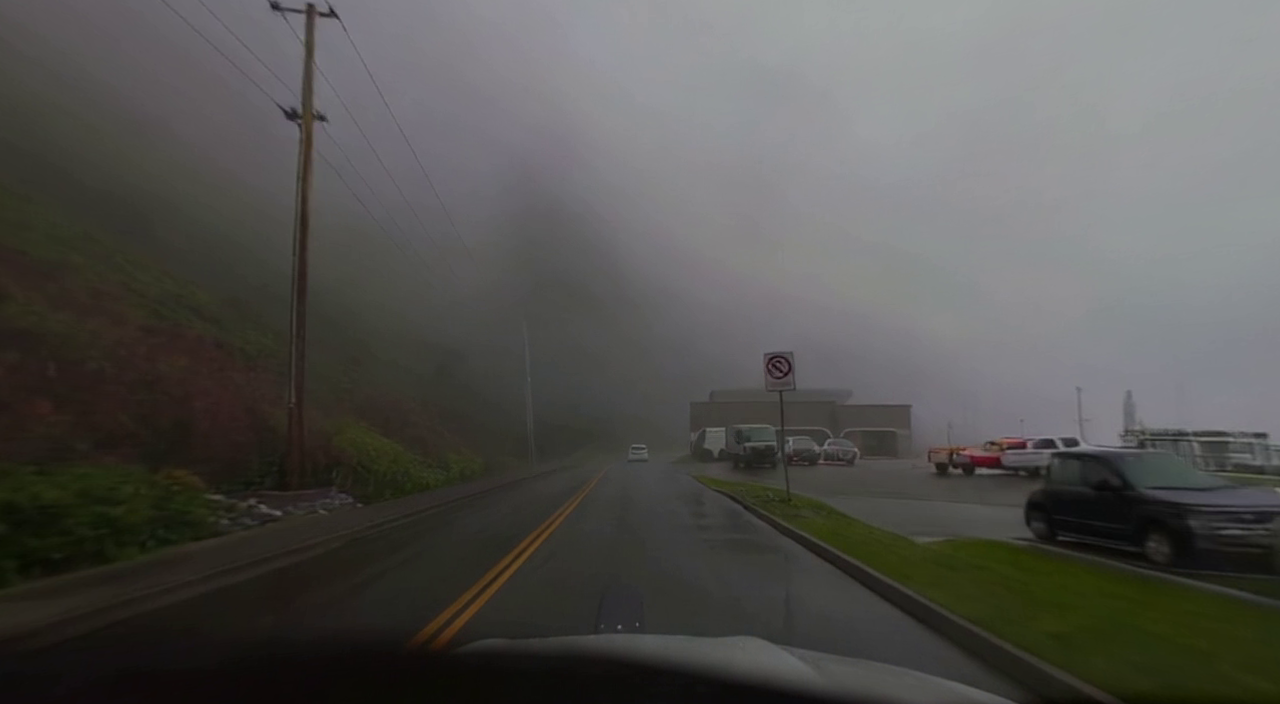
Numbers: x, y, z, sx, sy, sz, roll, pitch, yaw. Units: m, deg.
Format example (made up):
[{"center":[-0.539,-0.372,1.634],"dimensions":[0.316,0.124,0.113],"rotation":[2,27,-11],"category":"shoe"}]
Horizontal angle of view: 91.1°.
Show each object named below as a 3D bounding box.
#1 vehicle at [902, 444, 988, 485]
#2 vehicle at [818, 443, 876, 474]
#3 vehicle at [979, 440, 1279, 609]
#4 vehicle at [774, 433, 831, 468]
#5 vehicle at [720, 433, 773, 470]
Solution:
[{"center":[11.850,4.363,24.667],"dimensions":[1.666,1.476,3.216],"rotation":[0,-9,-1],"category":"vehicle"},{"center":[11.011,5.684,33.731],"dimensions":[1.819,1.494,3.834],"rotation":[0,-9,1],"category":"vehicle"},{"center":[7.055,2.160,8.959],"dimensions":[1.961,1.648,4.260],"rotation":[-1,-7,-1],"category":"vehicle"},{"center":[8.511,5.230,33.367],"dimensions":[1.924,1.713,4.627],"rotation":[-1,-9,2],"category":"vehicle"},{"center":[5.718,5.389,34.151],"dimensions":[1.977,1.860,4.237],"rotation":[0,-9,-2],"category":"vehicle"}]
